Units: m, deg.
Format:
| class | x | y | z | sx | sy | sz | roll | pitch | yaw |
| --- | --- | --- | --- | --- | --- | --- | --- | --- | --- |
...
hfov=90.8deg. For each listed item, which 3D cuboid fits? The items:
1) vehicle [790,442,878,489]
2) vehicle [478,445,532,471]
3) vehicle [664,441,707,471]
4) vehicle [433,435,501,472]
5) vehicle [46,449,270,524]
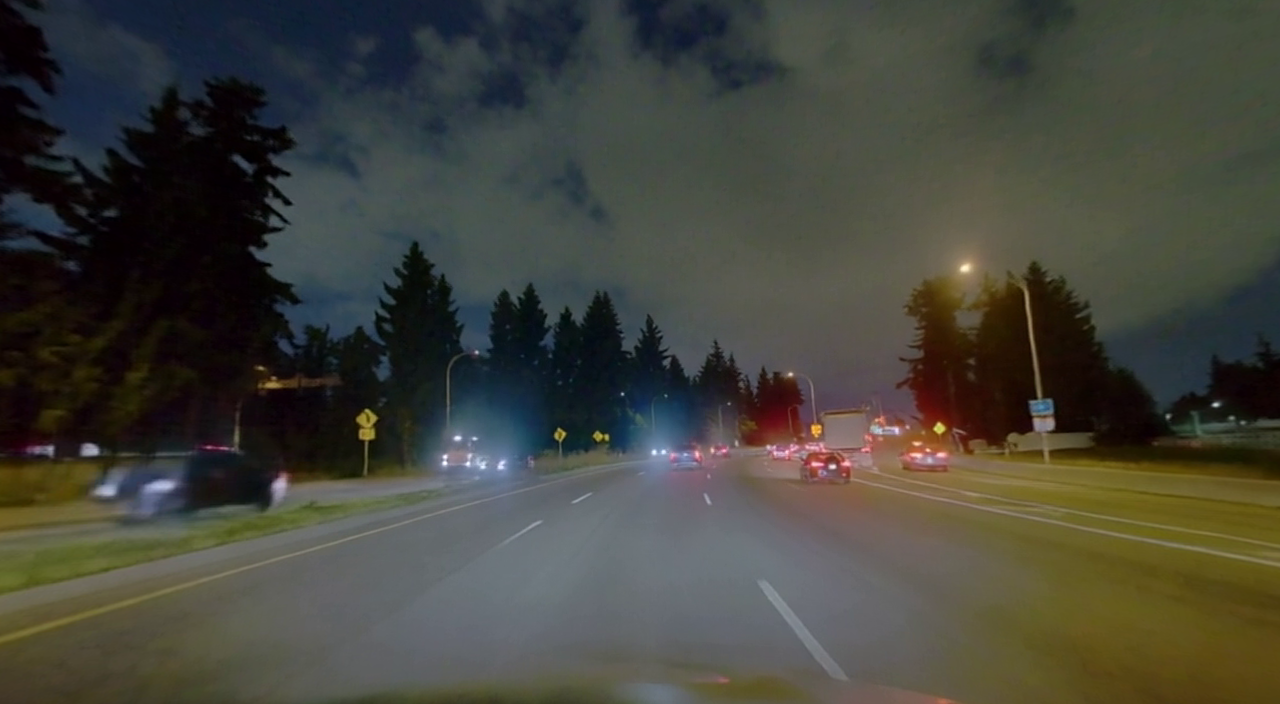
| class | x | y | z | sx | sy | sz | roll | pitch | yaw |
| --- | --- | --- | --- | --- | --- | --- | --- | --- | --- |
| vehicle | 6.668 | 3.923 | 22.196 | 2.044 | 1.474 | 4.083 | -1 | -8 | 4 |
| vehicle | -8.815 | 6.930 | 41.664 | 1.903 | 1.593 | 4.593 | -1 | -9 | 10 |
| vehicle | 2.811 | 6.223 | 38.051 | 2.201 | 1.676 | 4.541 | -1 | -9 | 9 |
| vehicle | -12.352 | 7.305 | 45.576 | 2.569 | 2.444 | 5.774 | -1 | -9 | 8 |
| vehicle | -11.705 | 3.269 | 15.868 | 2.051 | 1.569 | 4.425 | -1 | -9 | 1 |
